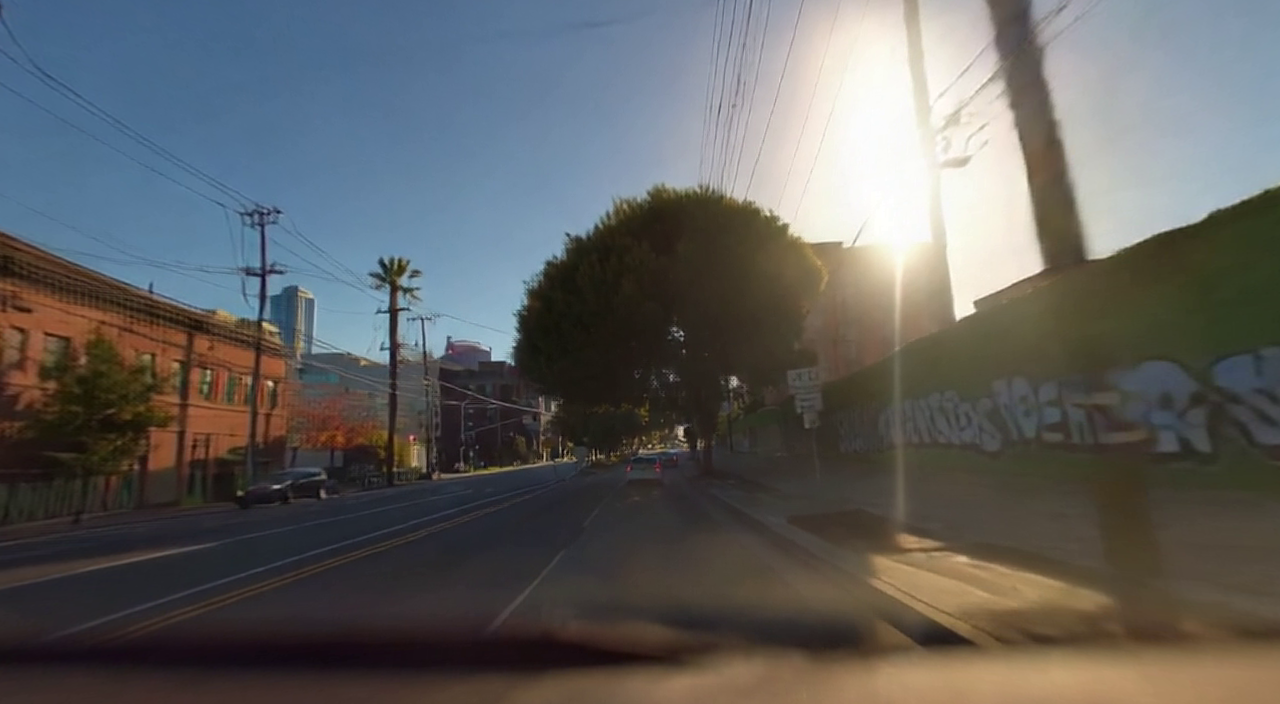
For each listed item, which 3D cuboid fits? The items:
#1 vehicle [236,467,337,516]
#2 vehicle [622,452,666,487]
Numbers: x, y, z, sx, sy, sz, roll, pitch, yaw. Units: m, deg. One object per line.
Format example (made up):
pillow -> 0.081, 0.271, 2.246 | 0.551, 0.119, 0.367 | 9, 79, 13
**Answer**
vehicle -> -15.763, 6.194, 28.492 | 1.952, 1.698, 4.493 | -5, -9, 1
vehicle -> 0.236, 5.998, 32.545 | 2.105, 1.611, 3.750 | -1, -9, 1
